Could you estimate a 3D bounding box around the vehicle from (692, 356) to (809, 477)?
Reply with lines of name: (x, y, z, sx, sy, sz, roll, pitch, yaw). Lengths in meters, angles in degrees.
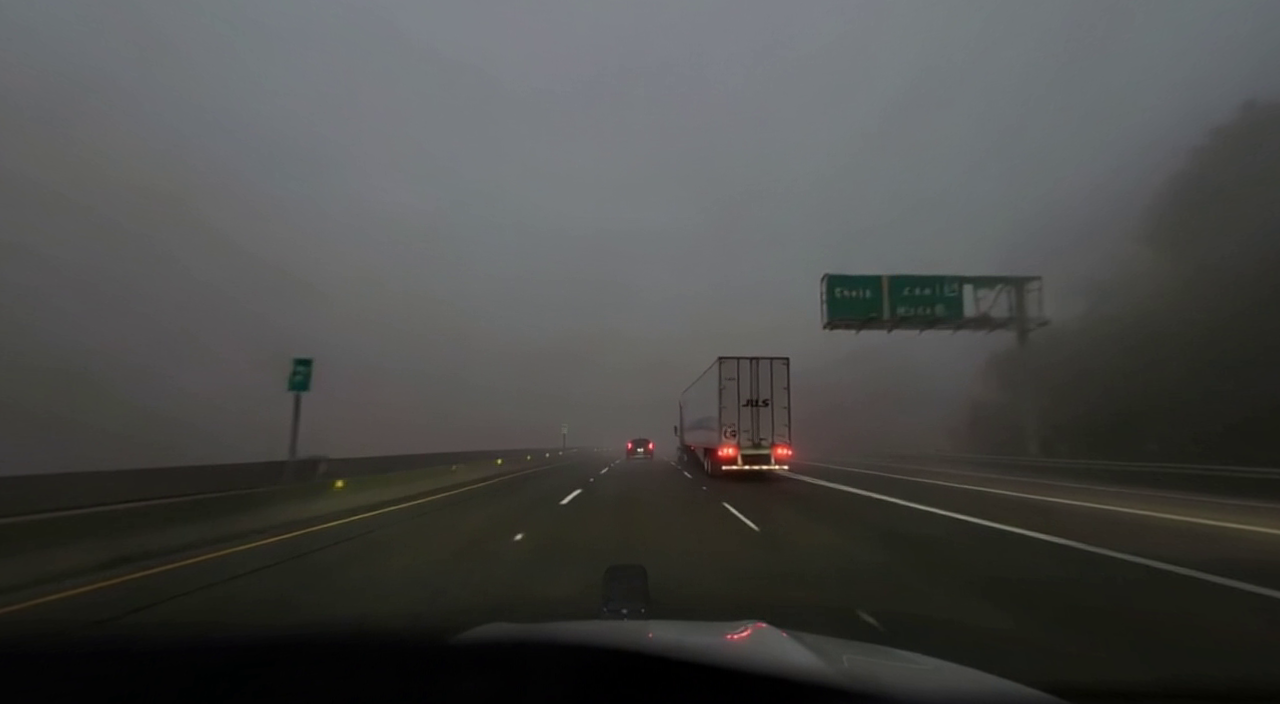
vehicle: (4.112, 2.891, 26.281, 3.014, 4.068, 10.359, 0, -8, 0)

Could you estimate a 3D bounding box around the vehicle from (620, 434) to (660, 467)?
vehicle: (0.001, 5.321, 34.195, 2.050, 1.654, 4.192, 0, -8, 0)

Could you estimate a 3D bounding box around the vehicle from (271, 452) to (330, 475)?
vehicle: (-25.847, 8.487, 48.149, 1.906, 1.611, 4.648, 0, -8, 0)
